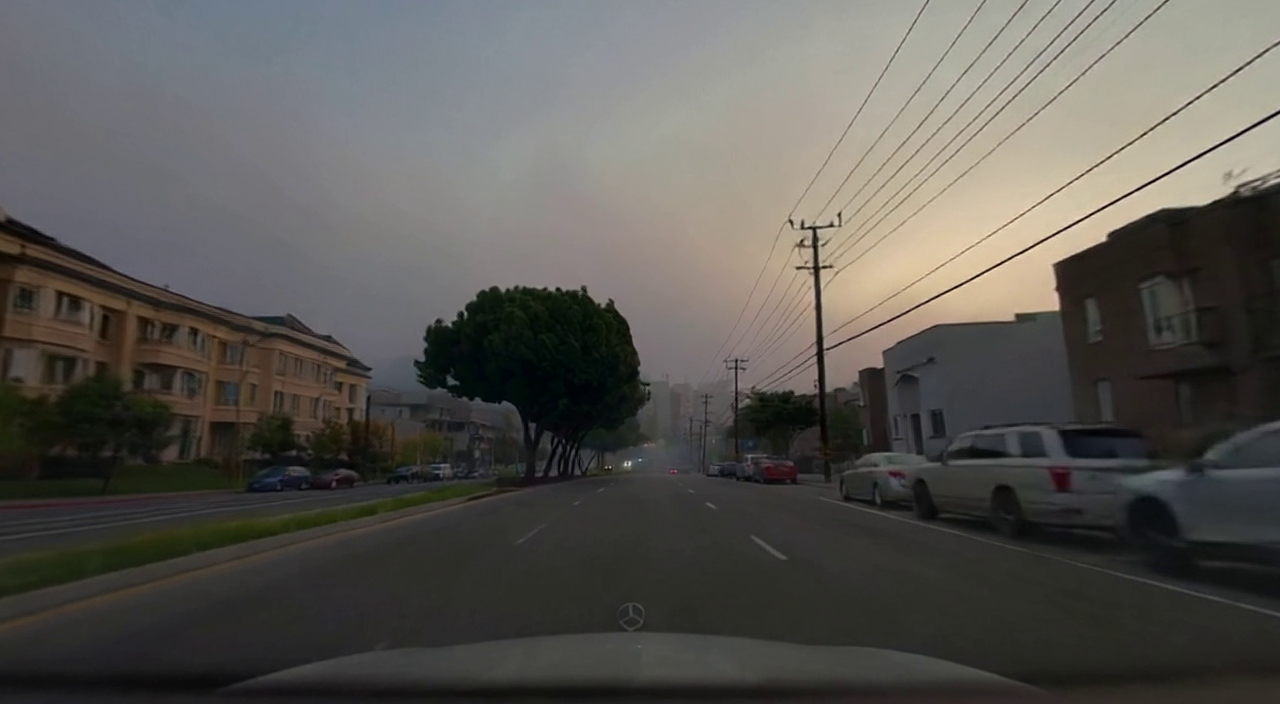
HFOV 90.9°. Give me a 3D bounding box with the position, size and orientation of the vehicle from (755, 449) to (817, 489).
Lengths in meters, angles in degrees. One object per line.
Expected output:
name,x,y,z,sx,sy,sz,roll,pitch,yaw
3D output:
vehicle,7.198,5.768,31.539,1.998,1.819,4.621,0,-8,1

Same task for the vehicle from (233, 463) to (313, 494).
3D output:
vehicle,-22.215,7.669,38.373,1.966,1.595,4.719,0,-8,1

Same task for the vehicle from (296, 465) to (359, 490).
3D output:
vehicle,-22.048,8.868,44.678,1.921,1.508,4.738,0,-8,1

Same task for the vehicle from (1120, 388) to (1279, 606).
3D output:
vehicle,6.728,1.179,4.868,2.148,1.904,4.910,0,-8,0

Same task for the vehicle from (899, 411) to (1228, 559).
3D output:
vehicle,6.701,2.148,11.012,2.163,1.949,5.158,0,-8,0
